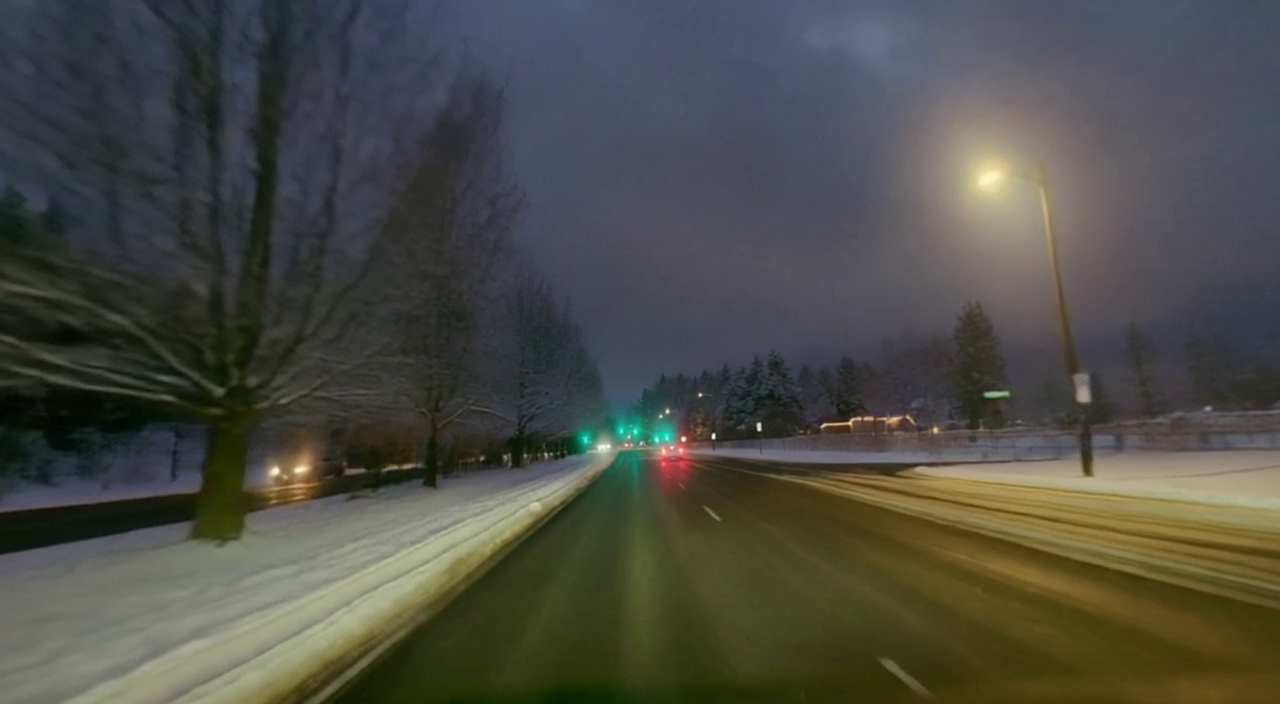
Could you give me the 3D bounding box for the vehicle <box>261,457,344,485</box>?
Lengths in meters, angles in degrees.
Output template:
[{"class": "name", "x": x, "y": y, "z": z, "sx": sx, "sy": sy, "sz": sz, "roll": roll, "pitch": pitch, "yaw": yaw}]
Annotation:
[{"class": "vehicle", "x": -18.997, "y": 6.729, "z": 35.821, "sx": 2.637, "sy": 1.401, "sz": 3.741, "roll": 1, "pitch": -9, "yaw": 0}]
